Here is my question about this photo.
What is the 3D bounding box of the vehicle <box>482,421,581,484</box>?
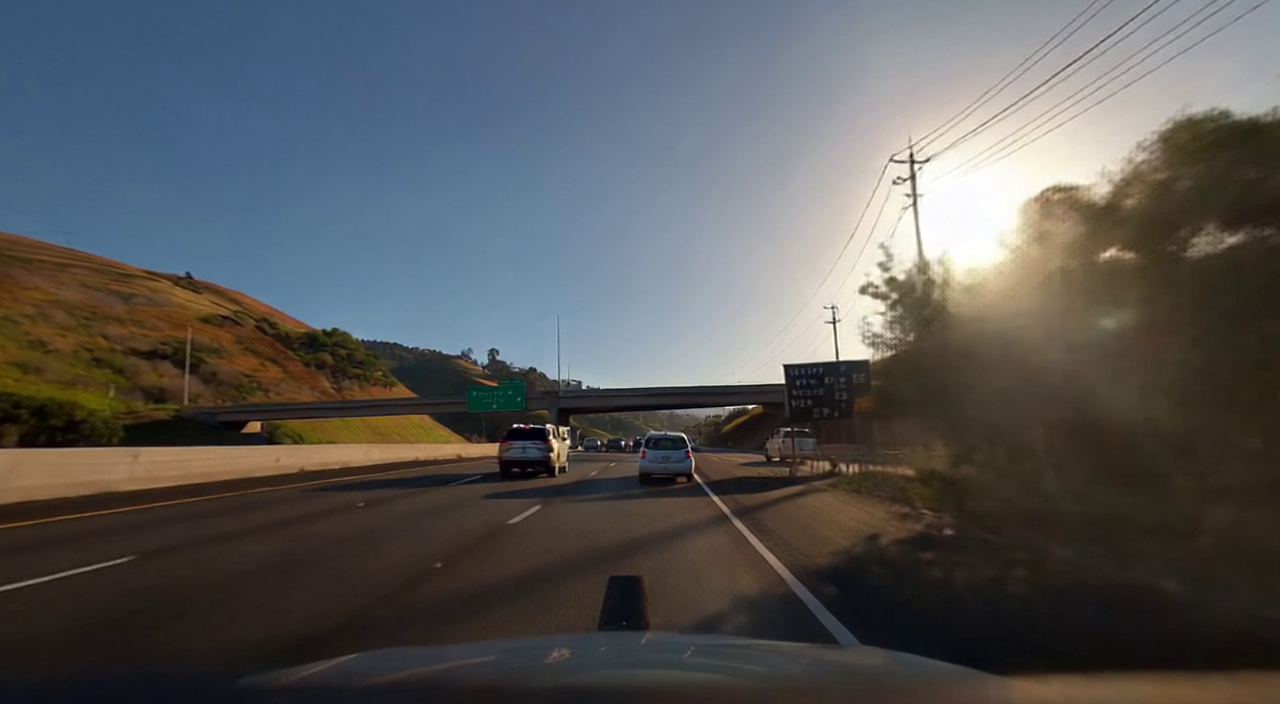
[{"bbox_3d":[-3.438,3.321,21.027,2.228,1.845,4.847,-1,-8,3],"label":"vehicle"}]

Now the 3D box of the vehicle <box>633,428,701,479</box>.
[{"bbox_3d":[0.900,3.604,22.564,2.193,1.651,3.946,0,-8,1],"label":"vehicle"}]

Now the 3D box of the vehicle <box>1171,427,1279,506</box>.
[{"bbox_3d":[16.907,2.871,15.883,2.059,1.938,4.793,4,-9,-26],"label":"vehicle"}]
